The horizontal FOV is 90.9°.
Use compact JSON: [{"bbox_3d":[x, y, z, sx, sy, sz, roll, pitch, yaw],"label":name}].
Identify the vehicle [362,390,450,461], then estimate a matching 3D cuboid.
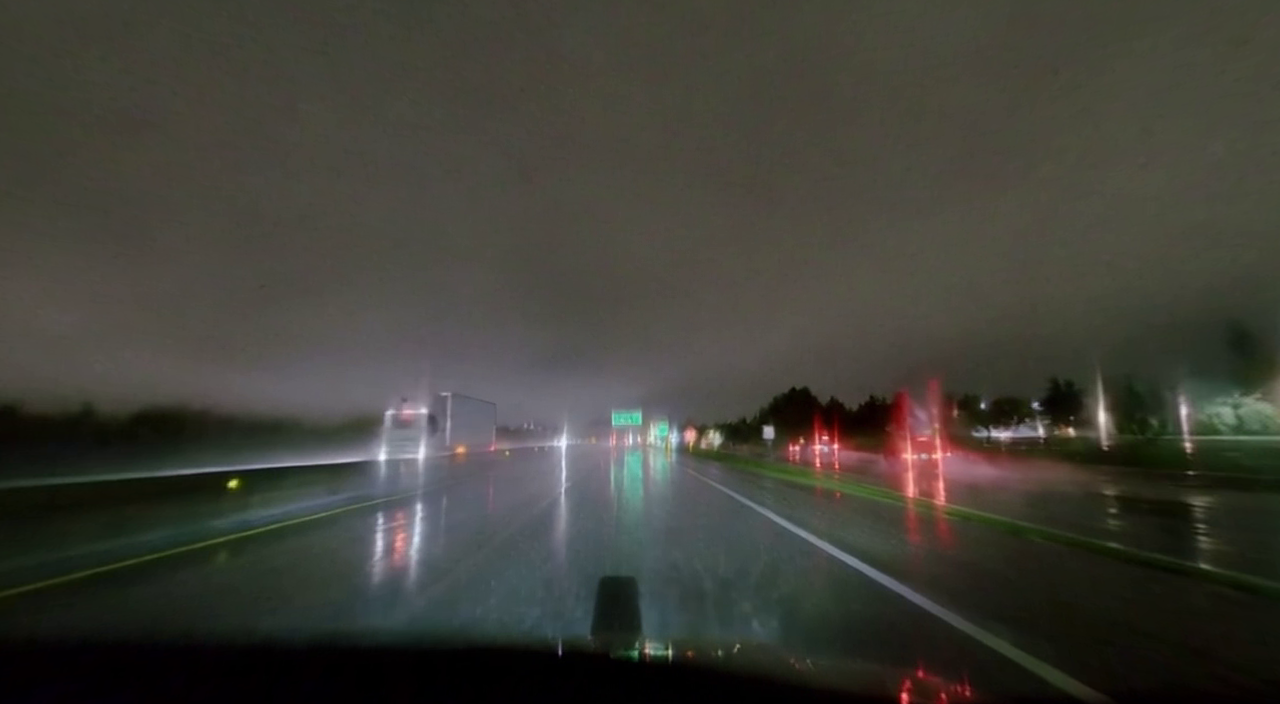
[{"bbox_3d":[-13.631,4.397,37.260,2.967,3.842,5.829,0,-8,-1],"label":"vehicle"}]
